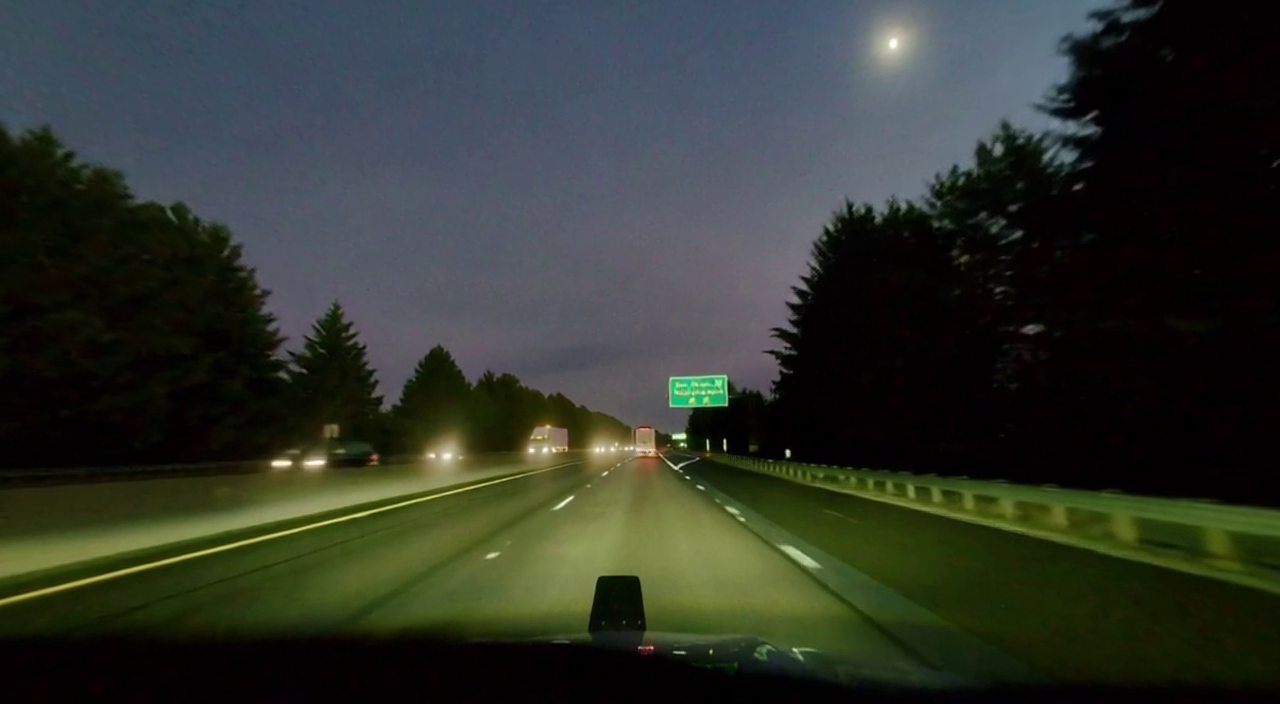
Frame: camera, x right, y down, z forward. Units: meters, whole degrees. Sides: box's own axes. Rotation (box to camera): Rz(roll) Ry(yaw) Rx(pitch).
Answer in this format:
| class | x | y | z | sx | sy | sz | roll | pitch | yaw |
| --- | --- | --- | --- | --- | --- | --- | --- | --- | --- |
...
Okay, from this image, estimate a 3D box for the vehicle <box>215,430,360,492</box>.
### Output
| class | x | y | z | sx | sy | sz | roll | pitch | yaw |
| --- | --- | --- | --- | --- | --- | --- | --- | --- | --- |
| vehicle | -11.862 | 3.718 | 21.728 | 2.021 | 1.855 | 5.059 | 0 | -9 | 1 |
